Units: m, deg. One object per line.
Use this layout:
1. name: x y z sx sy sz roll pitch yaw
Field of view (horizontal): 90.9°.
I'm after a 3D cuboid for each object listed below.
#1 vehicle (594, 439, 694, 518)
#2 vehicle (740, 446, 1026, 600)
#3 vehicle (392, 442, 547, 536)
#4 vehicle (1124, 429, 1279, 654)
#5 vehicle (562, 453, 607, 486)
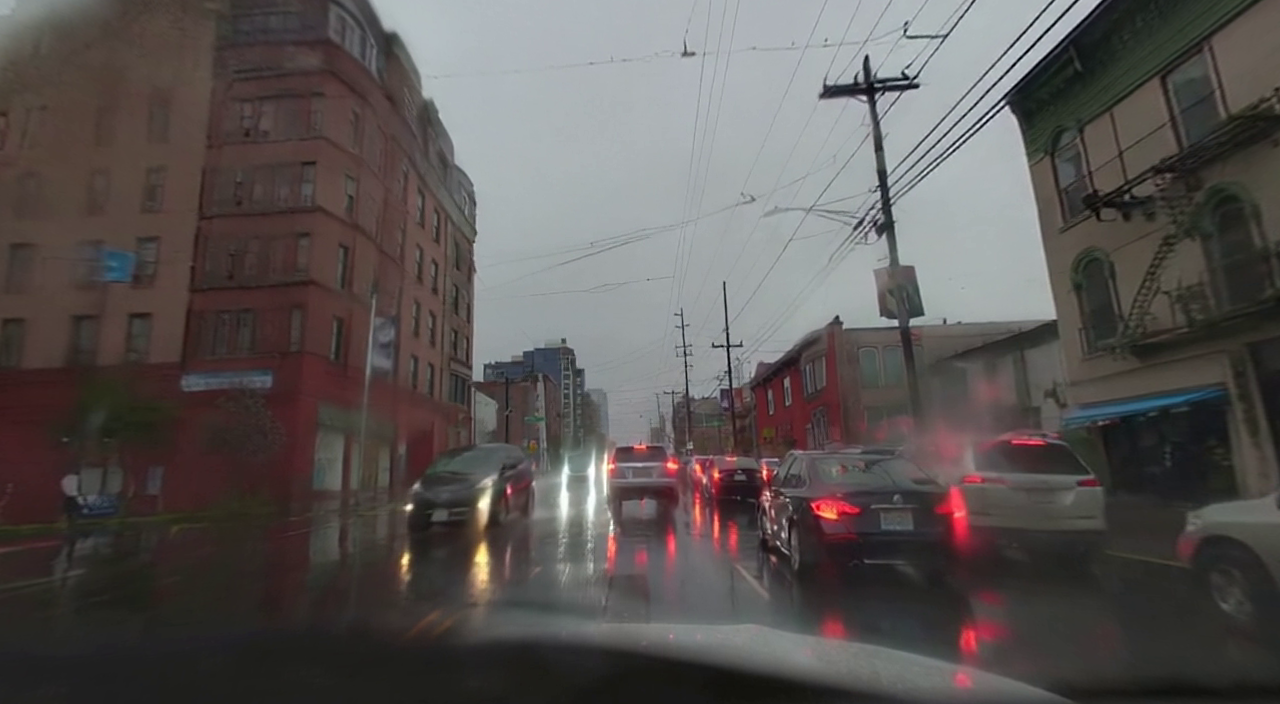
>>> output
1. vehicle: 0.036 3.131 16.194 2.232 1.736 4.036 0 -8 -1
2. vehicle: 2.708 1.995 8.385 2.029 1.460 4.451 0 -8 0
3. vehicle: -3.471 2.856 13.850 2.112 1.705 4.365 0 -8 1
4. vehicle: 5.526 1.200 3.611 1.931 1.585 4.387 0 -9 -1
5. vehicle: -3.024 6.520 35.233 2.023 1.646 4.282 -1 -8 1
